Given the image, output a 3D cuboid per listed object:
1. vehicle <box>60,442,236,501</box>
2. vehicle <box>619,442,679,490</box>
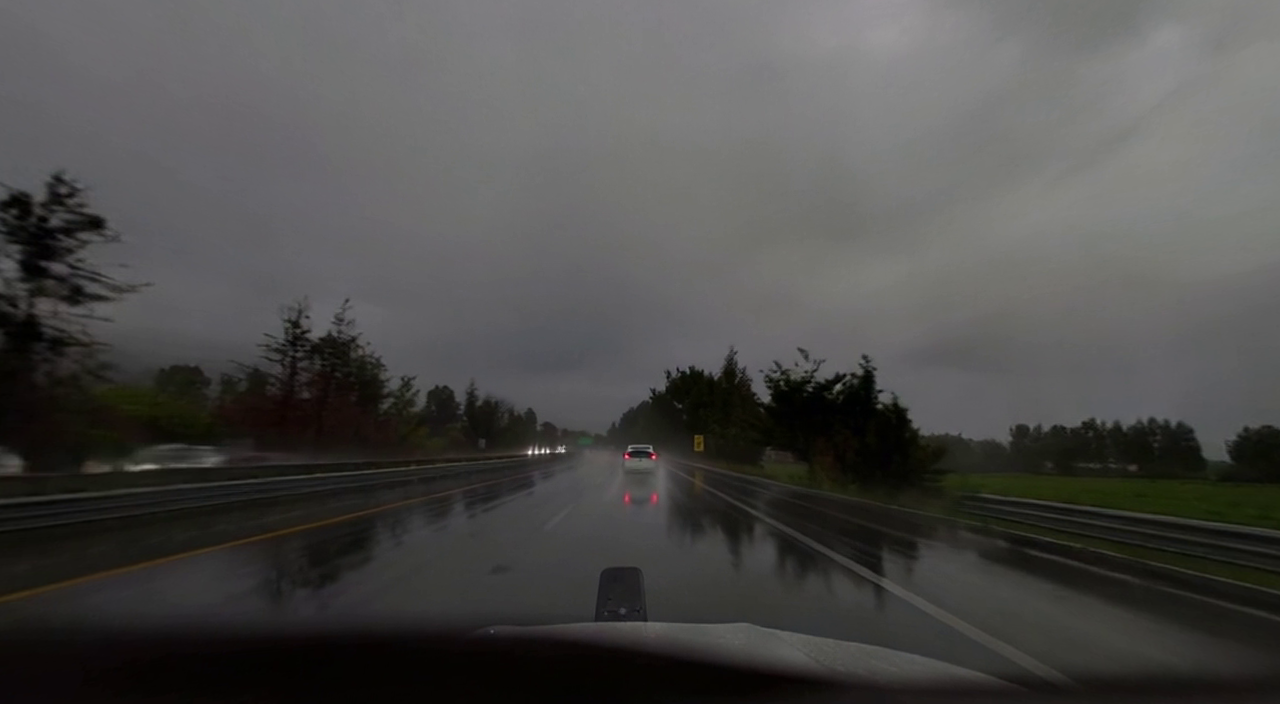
[{"bbox_3d":[-13.607,3.293,17.761,1.875,1.457,3.773,0,-9,0],"label":"vehicle"},{"bbox_3d":[0.308,4.417,24.816,2.135,1.686,4.517,0,-9,0],"label":"vehicle"}]
